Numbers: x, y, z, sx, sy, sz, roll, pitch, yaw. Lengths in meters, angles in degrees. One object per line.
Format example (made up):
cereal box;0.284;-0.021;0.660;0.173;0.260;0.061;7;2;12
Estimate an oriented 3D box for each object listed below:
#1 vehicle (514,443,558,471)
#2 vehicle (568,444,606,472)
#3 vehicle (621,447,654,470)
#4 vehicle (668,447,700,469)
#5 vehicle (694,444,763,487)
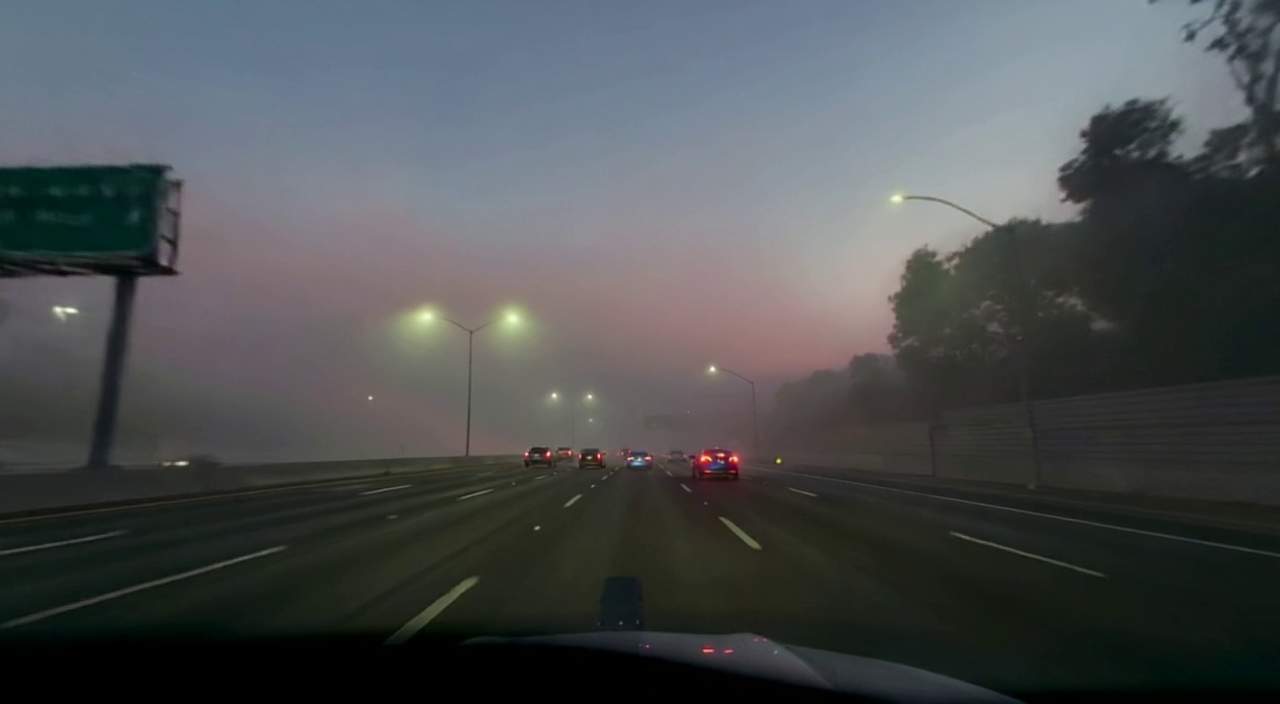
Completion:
vehicle;-6.850;6.953;41.972;2.112;1.721;4.381;0;-9;1
vehicle;-3.308;6.701;40.112;2.091;1.664;4.157;0;-9;0
vehicle;-0.177;7.311;43.588;2.166;1.496;4.158;0;-9;0
vehicle;3.208;7.809;46.391;2.036;1.517;4.256;0;-9;0
vehicle;3.428;4.514;25.389;2.077;1.527;4.553;0;-9;-1
